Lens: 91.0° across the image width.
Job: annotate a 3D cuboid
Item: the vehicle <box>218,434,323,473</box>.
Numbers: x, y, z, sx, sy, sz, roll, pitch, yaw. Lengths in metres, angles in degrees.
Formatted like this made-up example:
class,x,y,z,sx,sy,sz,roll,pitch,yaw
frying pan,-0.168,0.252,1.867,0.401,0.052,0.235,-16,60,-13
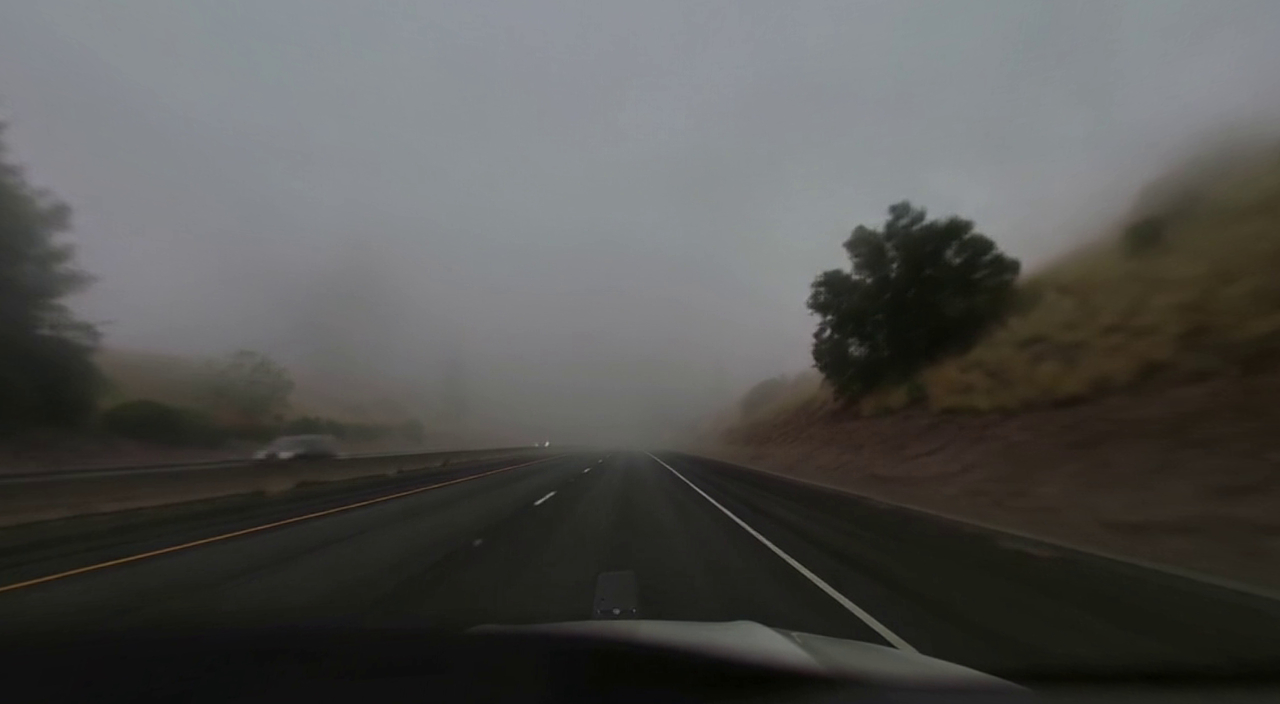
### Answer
class,x,y,z,sx,sy,sz,roll,pitch,yaw
vehicle,-15.011,4.126,25.843,1.834,1.447,4.030,0,-8,0
